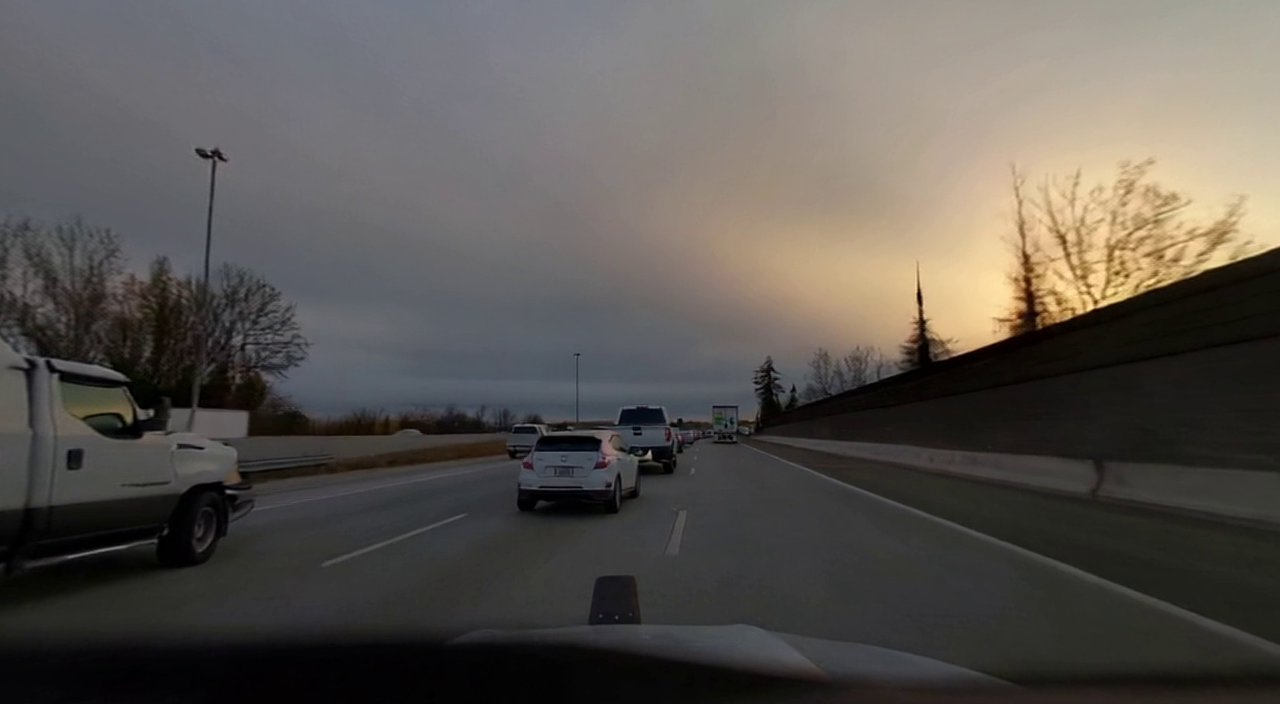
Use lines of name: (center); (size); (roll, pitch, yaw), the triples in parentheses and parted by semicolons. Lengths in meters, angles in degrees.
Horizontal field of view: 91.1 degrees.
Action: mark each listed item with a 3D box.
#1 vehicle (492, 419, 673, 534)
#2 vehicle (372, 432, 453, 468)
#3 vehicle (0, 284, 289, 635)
vehicle: (-0.671, 1.914, 10.411); (2.089, 1.485, 4.153); (-1, -8, 7)
vehicle: (-10.837, 4.683, 30.294); (1.920, 1.587, 4.323); (-1, -8, 6)
vehicle: (-5.655, 0.781, 4.639); (2.386, 2.435, 5.831); (-1, -8, 5)
